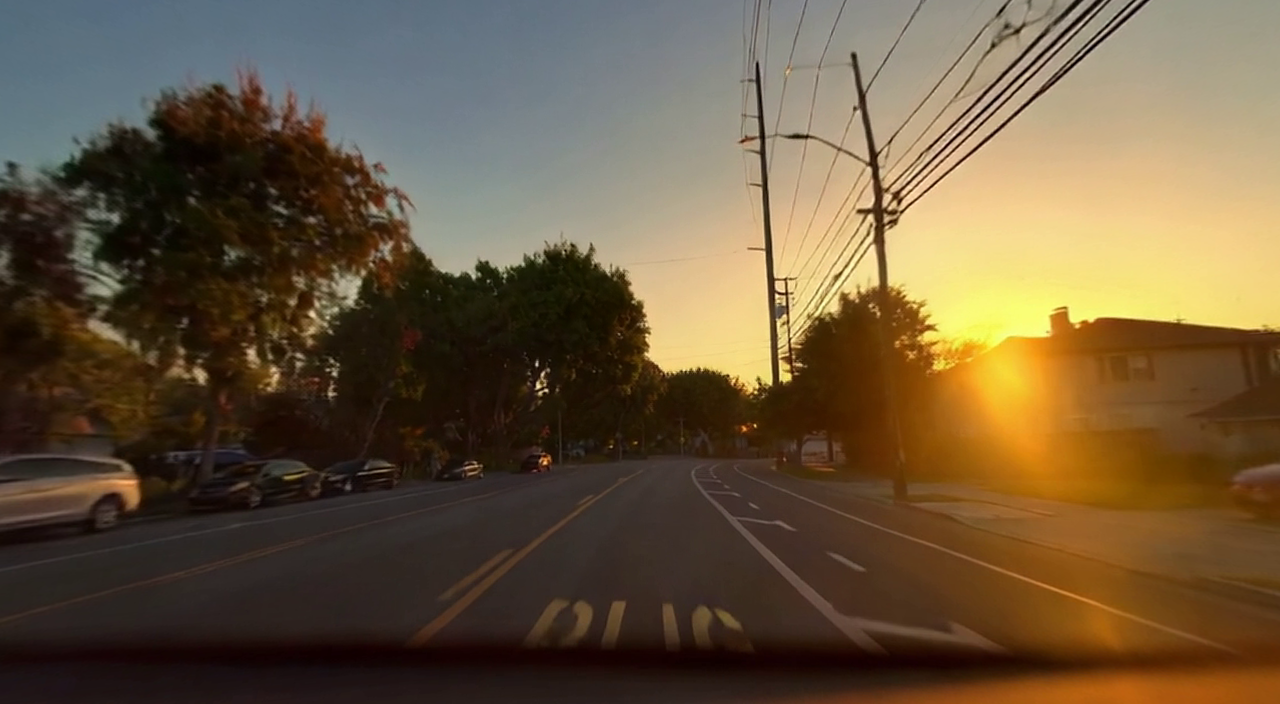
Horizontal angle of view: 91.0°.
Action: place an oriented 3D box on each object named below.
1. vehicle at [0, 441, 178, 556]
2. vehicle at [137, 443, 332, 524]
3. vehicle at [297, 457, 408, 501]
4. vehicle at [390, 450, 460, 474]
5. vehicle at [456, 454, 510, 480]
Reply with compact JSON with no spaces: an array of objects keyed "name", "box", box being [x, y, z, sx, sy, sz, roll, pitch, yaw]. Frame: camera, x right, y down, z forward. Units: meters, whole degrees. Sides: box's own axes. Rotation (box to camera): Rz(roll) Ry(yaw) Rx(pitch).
[{"name":"vehicle","box":[-11.740,2.658,11.472,2.225,1.887,5.672,-3,-9,1]},{"name":"vehicle","box":[-11.610,3.776,18.696,2.114,1.925,5.449,-3,-9,1]},{"name":"vehicle","box":[-11.192,4.951,24.910,1.908,1.491,4.627,-1,-9,4]},{"name":"vehicle","box":[-15.719,8.060,46.171,4.411,1.737,1.950,0,-9,-3]},{"name":"vehicle","box":[-10.120,7.452,40.959,1.945,1.514,4.635,-1,-9,6]}]
